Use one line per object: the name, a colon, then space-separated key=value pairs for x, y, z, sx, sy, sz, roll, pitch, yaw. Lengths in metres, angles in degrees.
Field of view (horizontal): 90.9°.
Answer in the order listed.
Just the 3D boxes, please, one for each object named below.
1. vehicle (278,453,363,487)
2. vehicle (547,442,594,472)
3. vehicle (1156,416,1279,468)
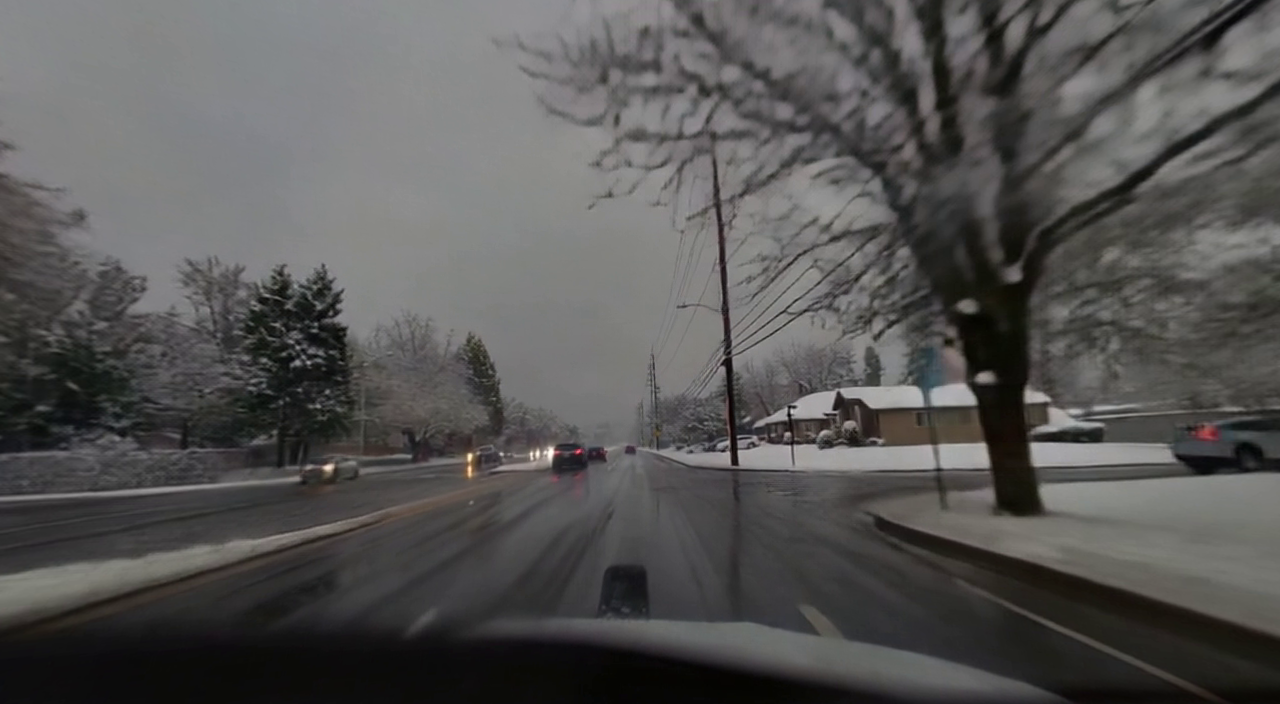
vehicle: x=-16.178 y=5.979 z=32.266 sx=1.937 sy=1.480 sz=4.755 roll=0 pitch=-9 yaw=-1
vehicle: x=-3.665 y=5.611 z=33.965 sx=2.084 sy=1.466 sz=4.522 roll=0 pitch=-9 yaw=0
vehicle: x=21.864 y=3.196 z=22.499 sx=4.904 sy=1.735 sz=2.270 roll=0 pitch=-8 yaw=-2
